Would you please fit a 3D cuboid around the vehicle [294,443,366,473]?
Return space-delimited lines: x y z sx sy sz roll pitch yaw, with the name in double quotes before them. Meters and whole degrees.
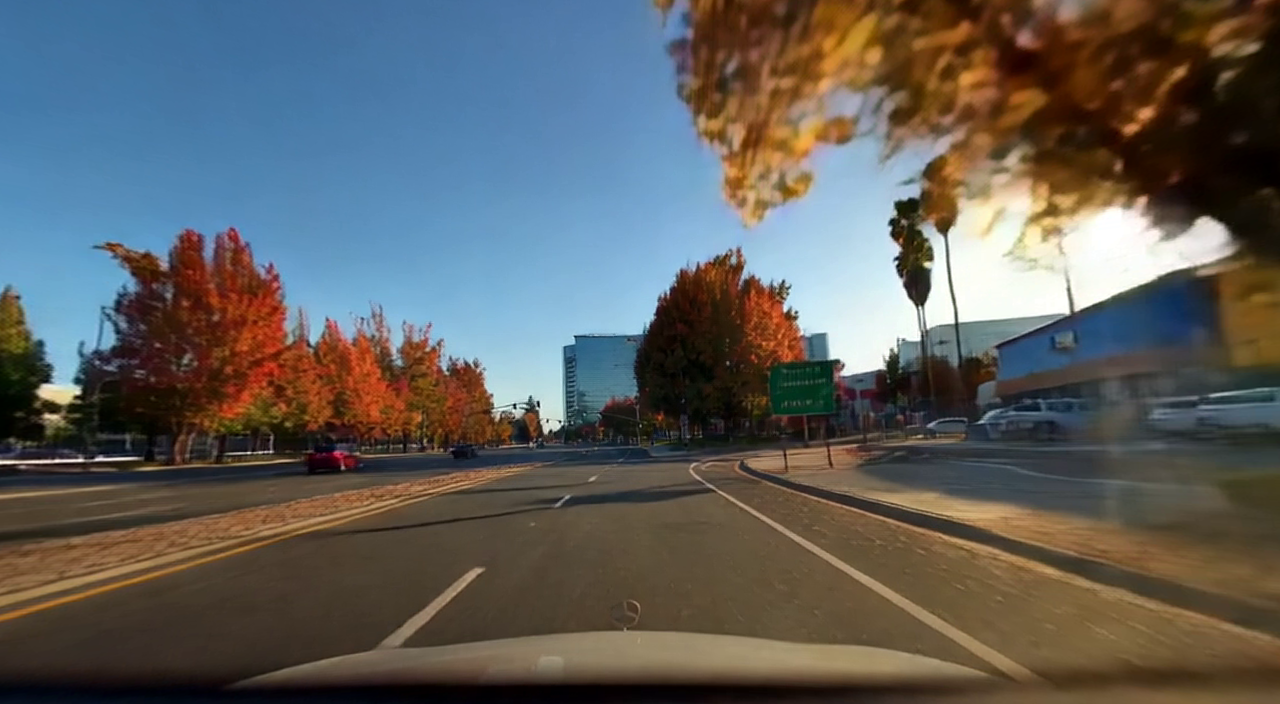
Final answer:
"vehicle" -18.997 6.504 38.801 2.086 1.706 4.412 0 -8 1
